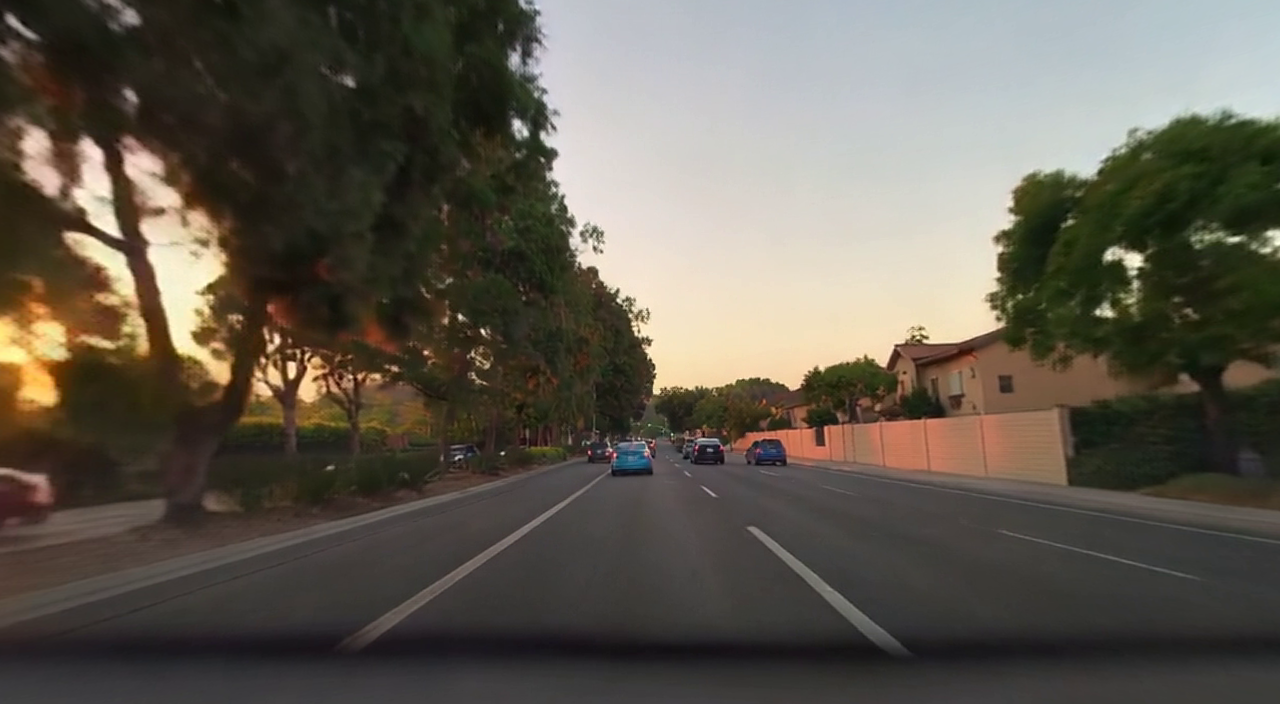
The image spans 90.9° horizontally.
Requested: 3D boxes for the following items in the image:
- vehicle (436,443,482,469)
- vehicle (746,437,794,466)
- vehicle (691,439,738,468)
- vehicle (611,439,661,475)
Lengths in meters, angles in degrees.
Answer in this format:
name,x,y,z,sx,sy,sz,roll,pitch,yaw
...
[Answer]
name,x,y,z,sx,sy,sz,roll,pitch,yaw
vehicle,-13.471,7.760,47.265,2.019,1.778,4.593,0,-8,1
vehicle,7.888,6.071,38.565,1.972,1.700,4.269,0,-8,0
vehicle,4.085,5.637,35.117,2.067,1.514,4.188,0,-8,0
vehicle,-0.139,4.787,28.958,2.102,1.481,3.907,0,-8,1
